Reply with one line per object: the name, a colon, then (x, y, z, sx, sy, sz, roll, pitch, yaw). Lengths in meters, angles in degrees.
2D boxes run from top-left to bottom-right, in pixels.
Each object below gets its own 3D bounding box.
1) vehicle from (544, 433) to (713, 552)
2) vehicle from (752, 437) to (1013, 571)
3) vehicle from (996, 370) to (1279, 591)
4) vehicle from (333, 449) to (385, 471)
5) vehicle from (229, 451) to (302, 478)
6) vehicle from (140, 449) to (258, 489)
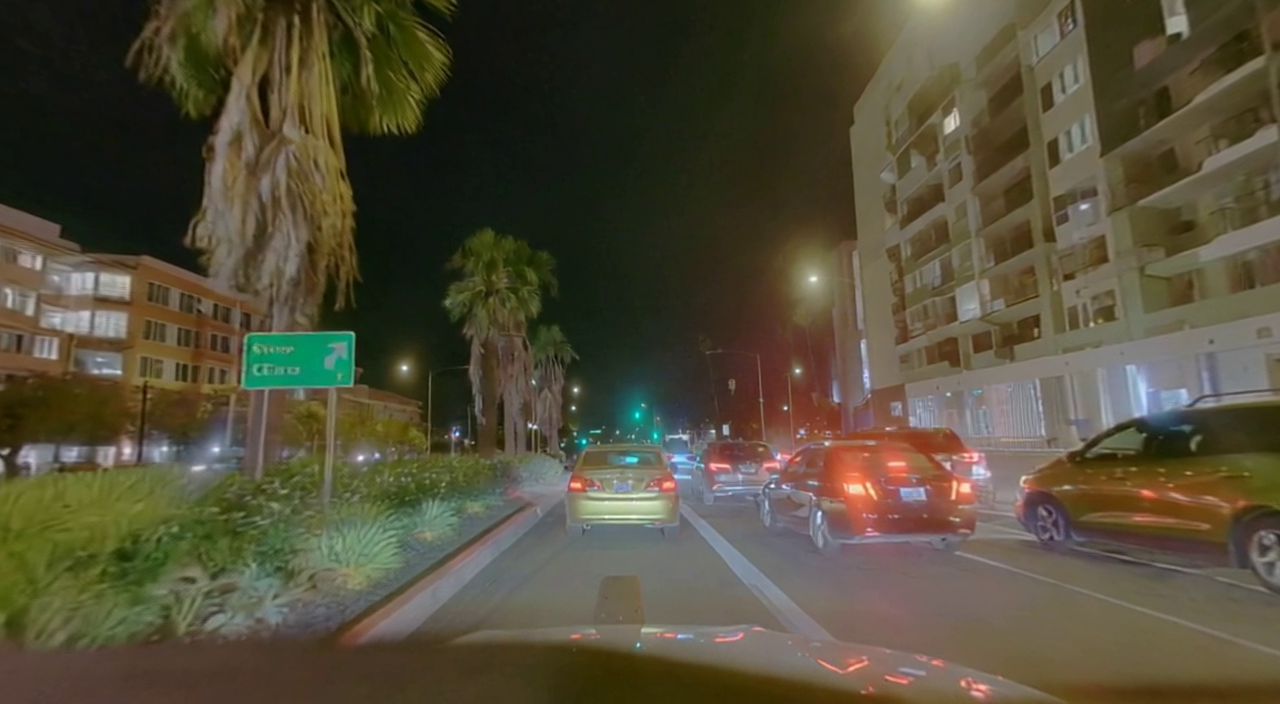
vehicle: (-0.160, 2.093, 10.094, 2.158, 1.498, 3.919, 0, -8, 0)
vehicle: (3.071, 2.003, 9.225, 1.925, 1.451, 4.436, 0, -8, -2)
vehicle: (7.221, 1.504, 7.945, 2.254, 2.072, 5.577, 0, -8, 1)
vehicle: (-20.863, 8.015, 47.047, 1.930, 1.448, 4.256, 0, -8, 0)
vehicle: (-23.576, 7.095, 39.966, 1.874, 1.551, 4.512, 0, -8, 0)
vehicle: (-20.488, 5.416, 29.668, 2.053, 1.631, 4.900, 0, -8, -1)
